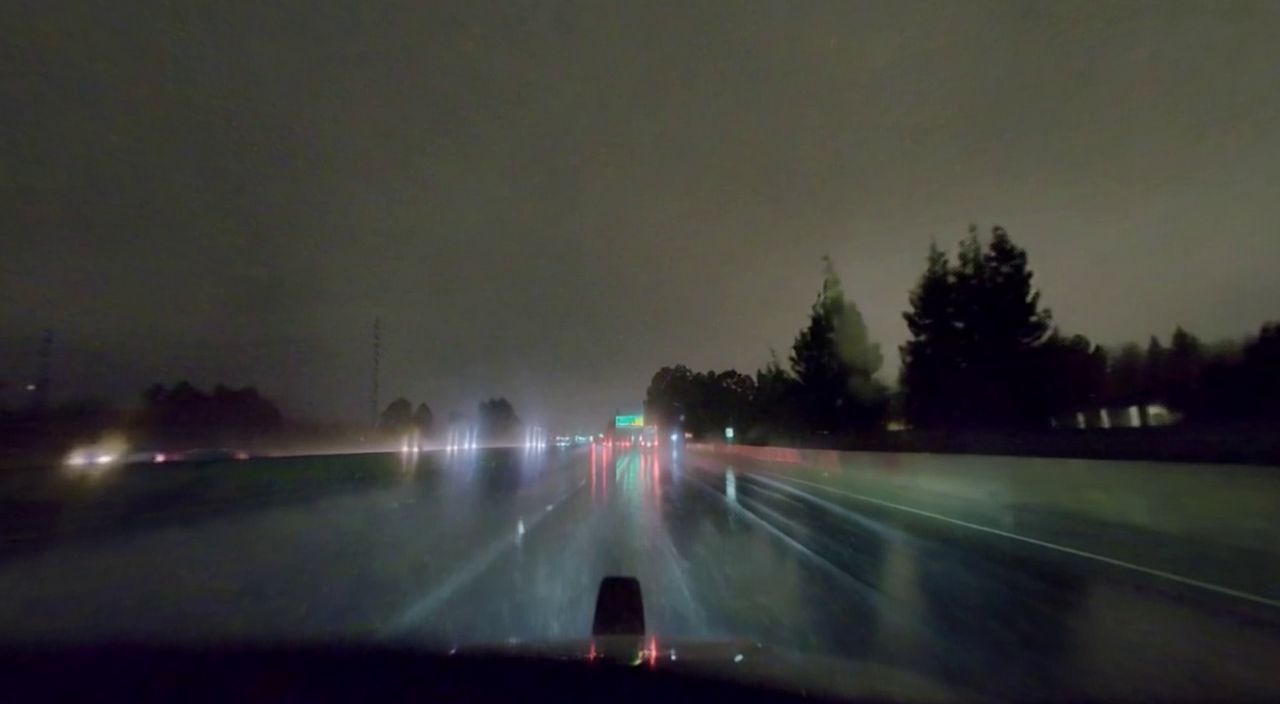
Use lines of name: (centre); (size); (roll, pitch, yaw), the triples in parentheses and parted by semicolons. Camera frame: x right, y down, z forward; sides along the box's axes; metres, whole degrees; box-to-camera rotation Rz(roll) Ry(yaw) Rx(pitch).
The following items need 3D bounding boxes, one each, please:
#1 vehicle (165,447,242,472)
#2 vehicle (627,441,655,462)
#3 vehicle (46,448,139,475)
vehicle: (-28.578, 7.016, 41.544); (1.821, 1.487, 4.522); (0, -8, 0)
vehicle: (0.018, 7.508, 47.916); (2.021, 1.528, 4.154); (0, -8, -1)
vehicle: (-35.871, 7.173, 41.521); (1.915, 1.595, 4.665); (0, -8, 0)
